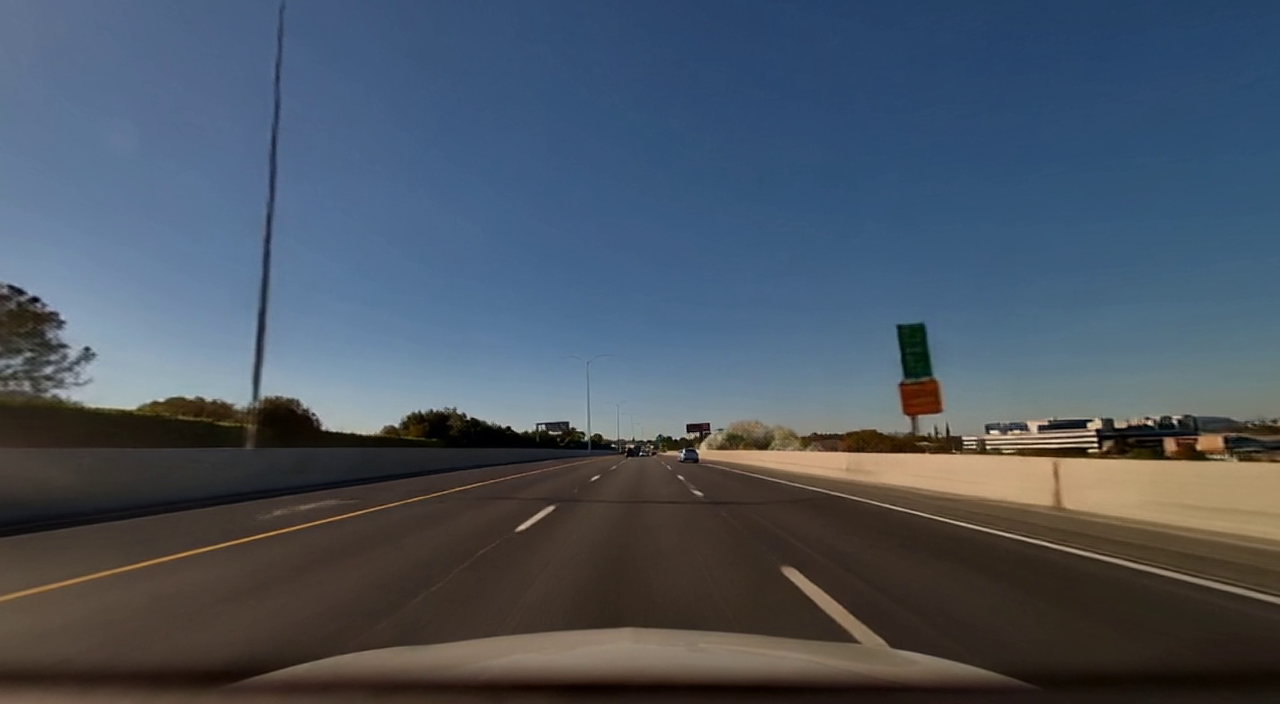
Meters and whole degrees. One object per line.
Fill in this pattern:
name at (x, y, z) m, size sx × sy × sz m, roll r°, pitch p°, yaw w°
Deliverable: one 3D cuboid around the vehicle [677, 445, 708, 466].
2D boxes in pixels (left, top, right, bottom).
vehicle at (4.045, 8.029, 48.997) m, size 2.003 × 1.520 × 4.058 m, roll 0°, pitch -8°, yaw 0°
